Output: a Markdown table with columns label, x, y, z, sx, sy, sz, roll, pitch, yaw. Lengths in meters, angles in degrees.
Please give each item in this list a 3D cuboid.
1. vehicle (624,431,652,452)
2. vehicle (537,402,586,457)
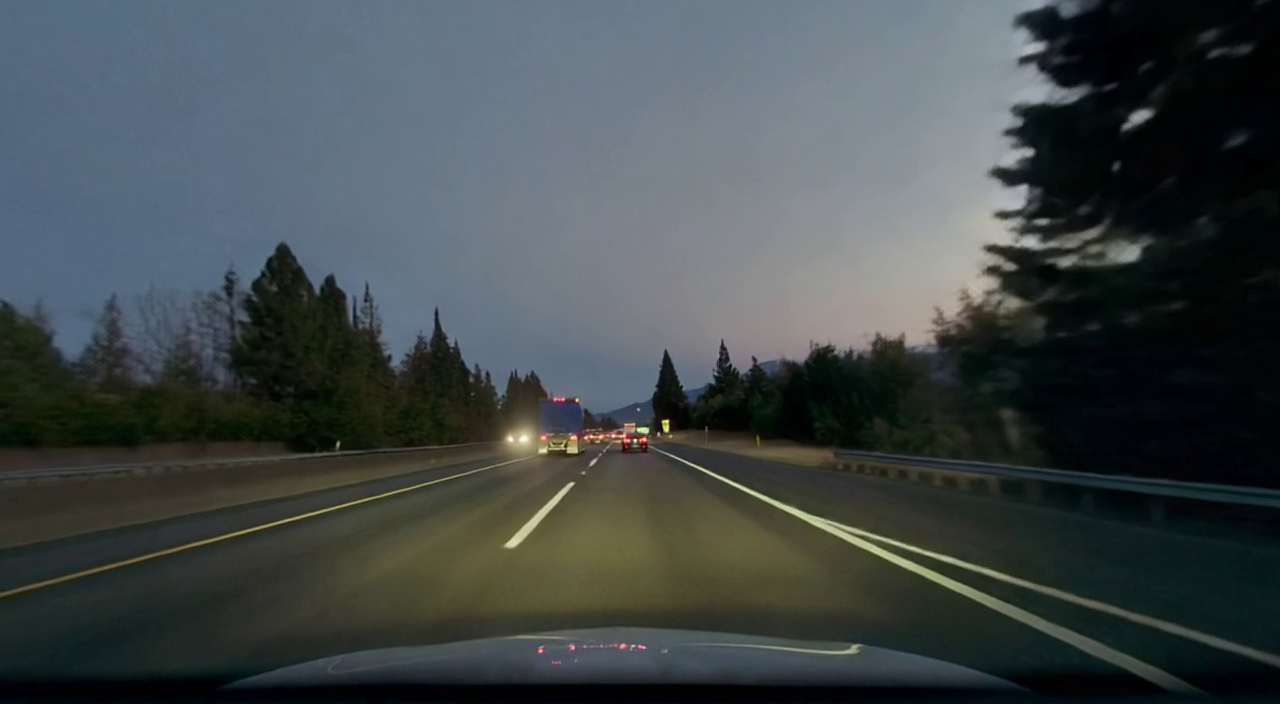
| label | x | y | z | sx | sy | sz | roll | pitch | yaw |
| --- | --- | --- | --- | --- | --- | --- | --- | --- | --- |
| vehicle | -0.216 | 6.666 | 47.131 | 1.988 | 1.472 | 3.716 | 0 | -8 | -2 |
| vehicle | -4.792 | 4.905 | 39.582 | 2.450 | 3.098 | 6.965 | 0 | -8 | -2 |
